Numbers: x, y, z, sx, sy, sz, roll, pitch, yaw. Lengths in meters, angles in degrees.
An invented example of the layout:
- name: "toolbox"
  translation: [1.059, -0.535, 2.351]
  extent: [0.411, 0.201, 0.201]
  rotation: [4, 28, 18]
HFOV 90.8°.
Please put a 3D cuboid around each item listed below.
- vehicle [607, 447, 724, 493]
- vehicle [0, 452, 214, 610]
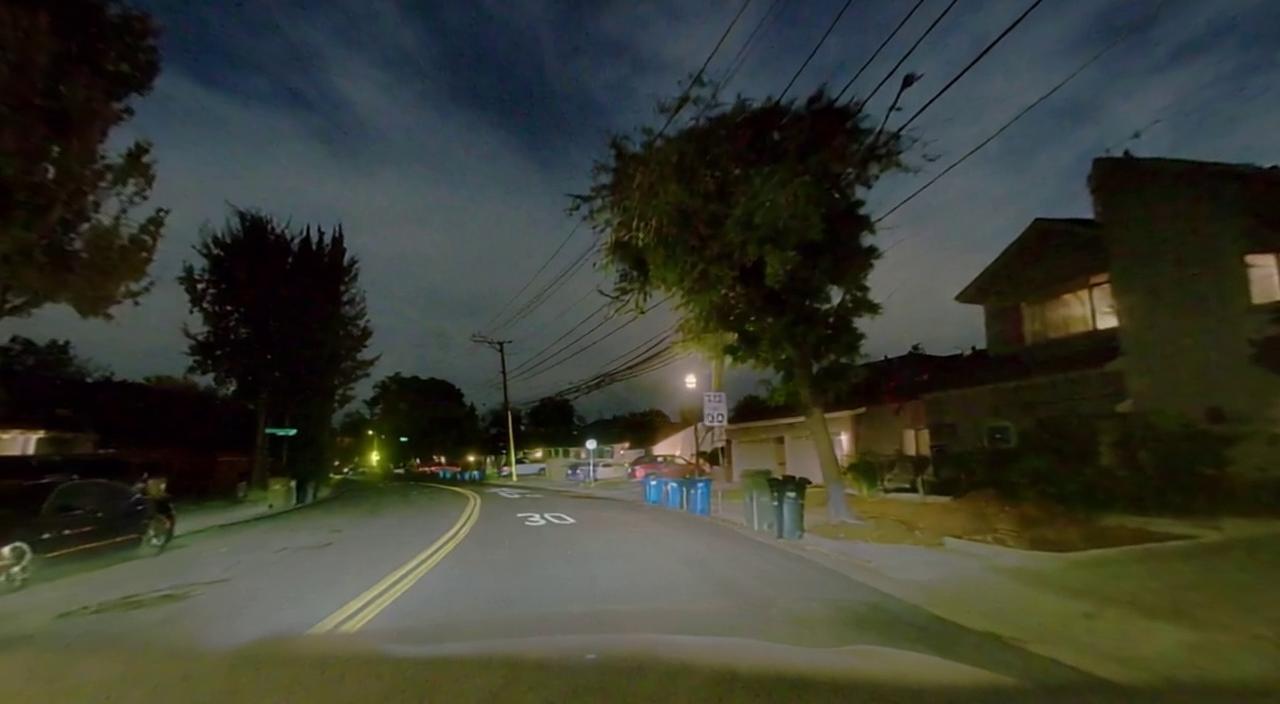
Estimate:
- name: "vehicle"
  translation: [1.244, 5.823, 31.182]
  extent: [5.229, 1.790, 2.153]
  rotation: [-1, -11, -19]
- name: "vehicle"
  translation: [-7.628, 2.051, 7.842]
  extent: [1.994, 1.515, 4.385]
  rotation: [1, -8, -7]
